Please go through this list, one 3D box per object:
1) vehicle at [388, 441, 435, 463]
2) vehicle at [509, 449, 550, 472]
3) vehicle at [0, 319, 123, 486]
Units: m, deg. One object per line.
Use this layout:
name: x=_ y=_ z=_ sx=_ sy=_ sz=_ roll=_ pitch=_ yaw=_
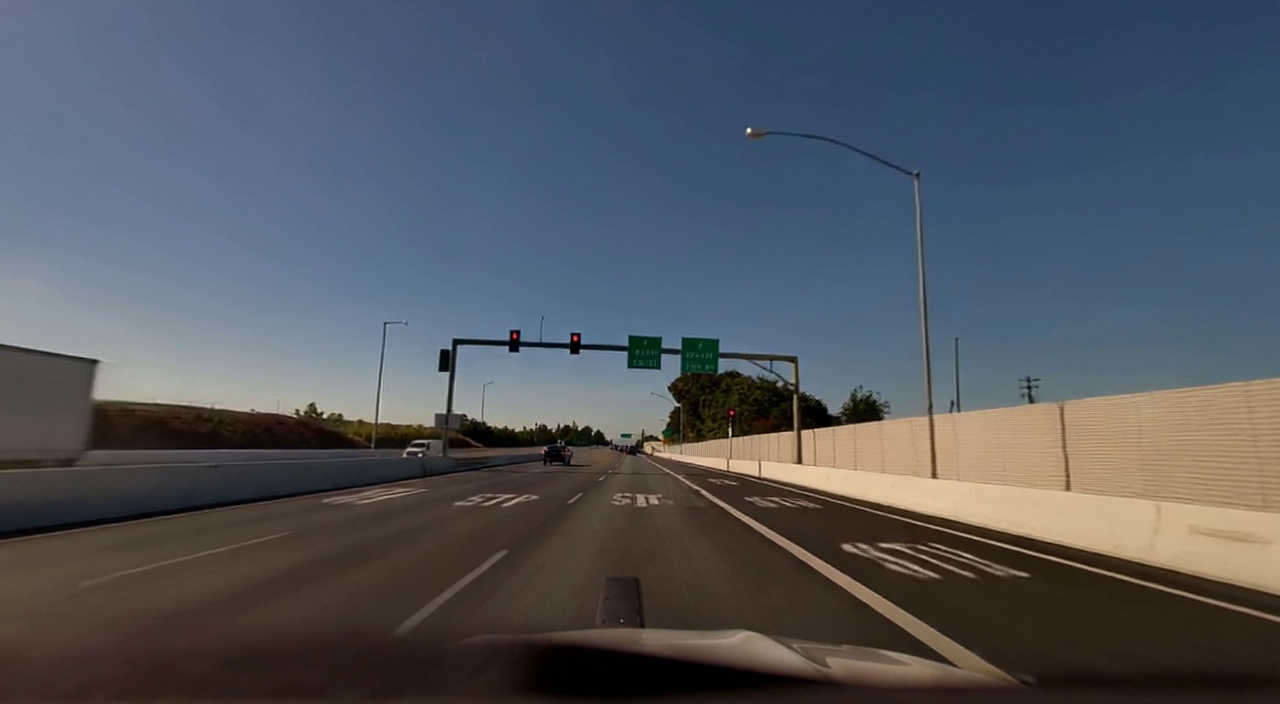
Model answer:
vehicle: x=-17.021 y=7.448 z=47.193 sx=1.934 sy=1.523 sz=4.545 roll=0 pitch=-8 yaw=-1
vehicle: x=-7.188 y=7.085 z=41.437 sx=2.012 sy=1.456 sz=4.309 roll=0 pitch=-9 yaw=-1
vehicle: x=-16.033 y=1.001 z=13.365 sx=2.871 sy=3.750 sz=8.499 roll=0 pitch=-9 yaw=-1
